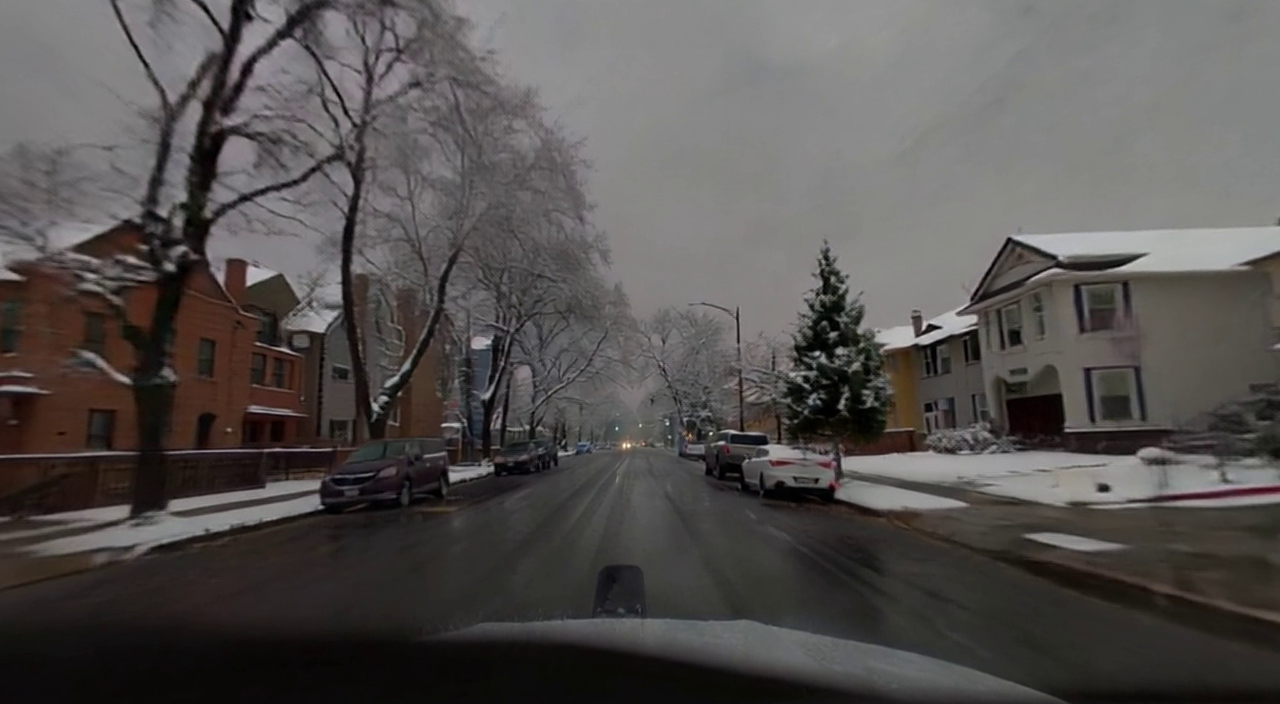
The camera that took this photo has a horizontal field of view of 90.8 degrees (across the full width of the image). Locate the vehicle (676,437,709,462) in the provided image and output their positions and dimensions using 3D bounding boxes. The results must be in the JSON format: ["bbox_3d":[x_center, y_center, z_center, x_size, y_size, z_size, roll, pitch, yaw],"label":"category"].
[{"bbox_3d":[3.787,7.145,46.516,1.952,1.738,4.518,0,-9,-1],"label":"vehicle"}]

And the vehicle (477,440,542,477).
[{"bbox_3d":[-5.758,4.752,28.427,1.998,1.485,4.476,0,-8,-1],"label":"vehicle"}]

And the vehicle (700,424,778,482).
[{"bbox_3d":[3.629,3.829,24.212,2.158,1.977,4.750,0,-9,-1],"label":"vehicle"}]

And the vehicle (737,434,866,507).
[{"bbox_3d":[3.736,2.820,15.479,1.968,1.505,4.368,0,-9,0],"label":"vehicle"}]

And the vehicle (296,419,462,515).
[{"bbox_3d":[-5.909,2.693,15.026,2.106,1.760,4.573,-4,-9,-2],"label":"vehicle"}]
